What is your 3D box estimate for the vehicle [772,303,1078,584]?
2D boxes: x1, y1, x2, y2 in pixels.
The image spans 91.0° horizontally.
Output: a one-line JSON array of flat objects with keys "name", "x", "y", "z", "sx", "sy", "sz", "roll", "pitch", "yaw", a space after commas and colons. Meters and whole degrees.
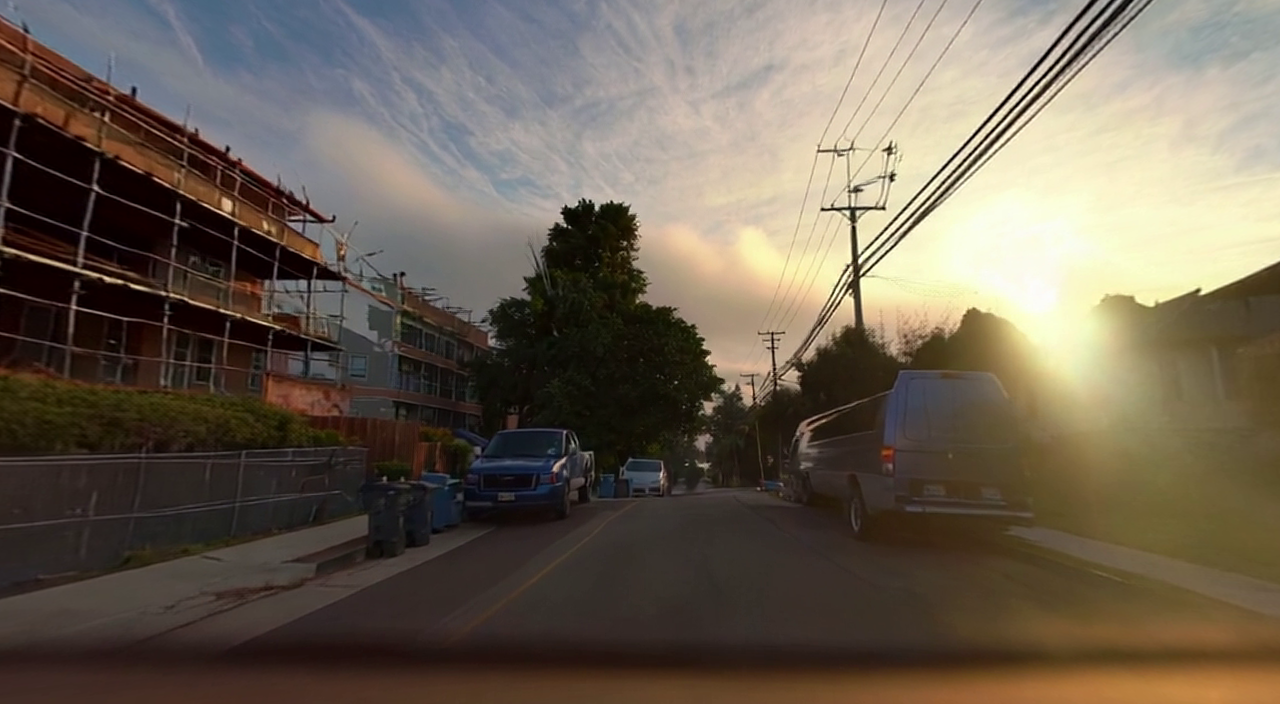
[{"name": "vehicle", "x": 4.880, "y": 1.891, "z": 13.625, "sx": 2.915, "sy": 3.793, "sz": 9.963, "roll": 0, "pitch": -8, "yaw": 6}]

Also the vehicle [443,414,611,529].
[{"name": "vehicle", "x": -2.173, "y": 2.389, "z": 13.659, "sx": 2.171, "sy": 1.910, "sz": 4.789, "roll": -2, "pitch": -5, "yaw": 8}]

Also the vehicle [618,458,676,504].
[{"name": "vehicle", "x": 0.440, "y": 6.066, "z": 30.078, "sx": 2.257, "sy": 1.916, "sz": 5.089, "roll": -1, "pitch": -9, "yaw": 7}]
